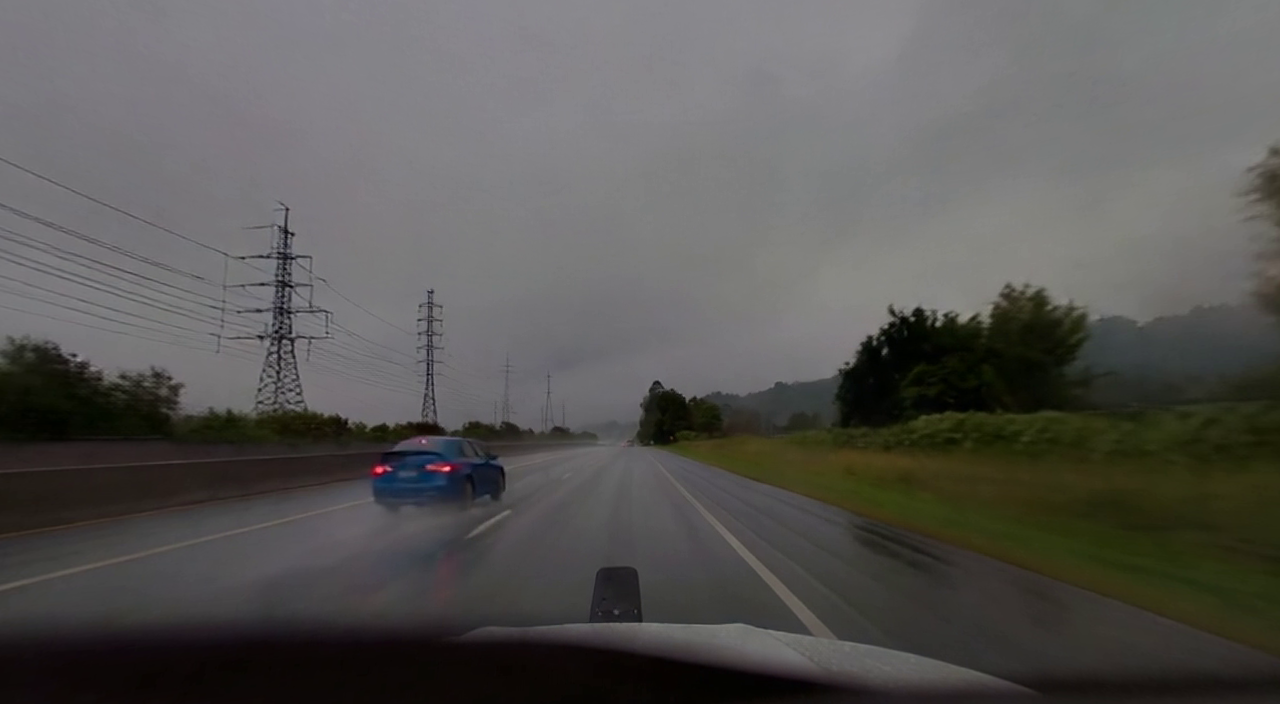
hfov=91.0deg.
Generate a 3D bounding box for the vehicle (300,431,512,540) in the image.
[{"bbox_3d":[-3.972,2.316,11.770,2.158,1.604,4.679,0,-8,0],"label":"vehicle"}]
